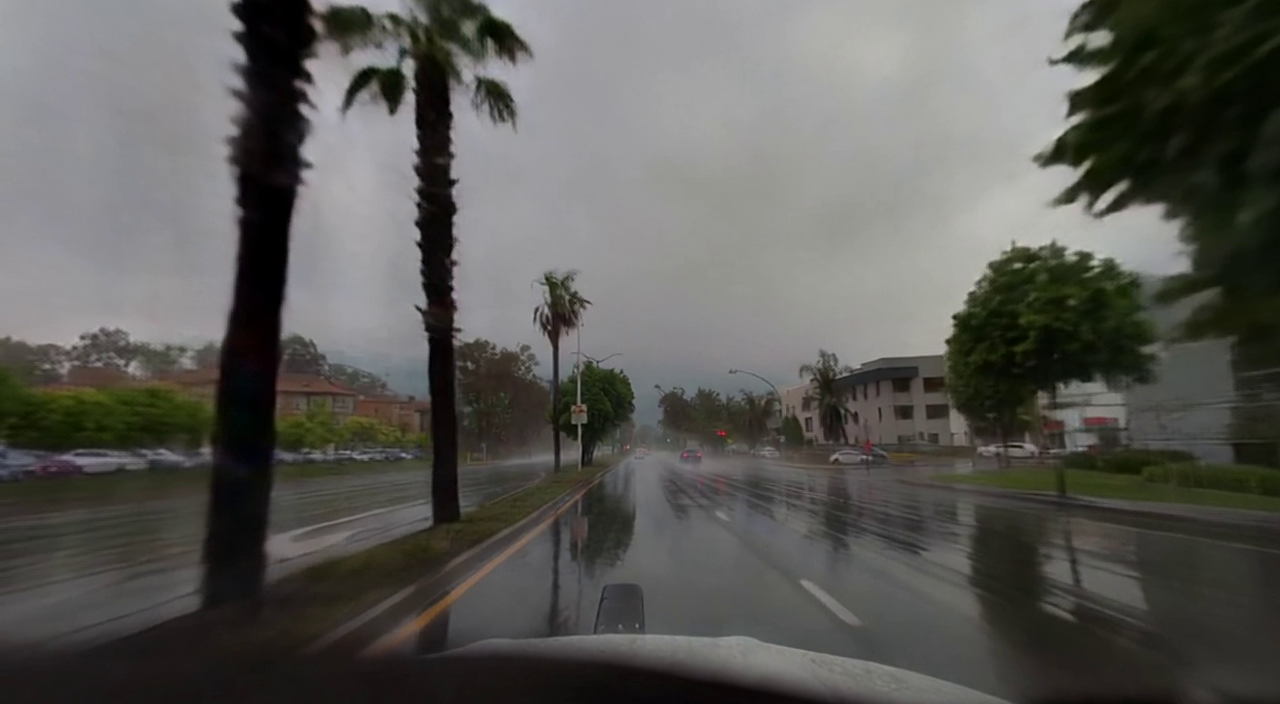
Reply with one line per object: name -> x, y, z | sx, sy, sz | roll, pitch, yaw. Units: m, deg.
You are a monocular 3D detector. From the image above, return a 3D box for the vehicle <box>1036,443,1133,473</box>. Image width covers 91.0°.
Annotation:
vehicle -> 24.159, 5.742, 34.447 | 1.881, 1.509, 4.448 | 0, -9, -3

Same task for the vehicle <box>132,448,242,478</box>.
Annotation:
vehicle -> -30.601, 7.497, 42.689 | 5.493, 1.979, 2.437 | 0, -9, -2

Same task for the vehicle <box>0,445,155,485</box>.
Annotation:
vehicle -> -32.027, 6.404, 35.955 | 6.216, 2.077, 2.806 | 0, -9, 1
